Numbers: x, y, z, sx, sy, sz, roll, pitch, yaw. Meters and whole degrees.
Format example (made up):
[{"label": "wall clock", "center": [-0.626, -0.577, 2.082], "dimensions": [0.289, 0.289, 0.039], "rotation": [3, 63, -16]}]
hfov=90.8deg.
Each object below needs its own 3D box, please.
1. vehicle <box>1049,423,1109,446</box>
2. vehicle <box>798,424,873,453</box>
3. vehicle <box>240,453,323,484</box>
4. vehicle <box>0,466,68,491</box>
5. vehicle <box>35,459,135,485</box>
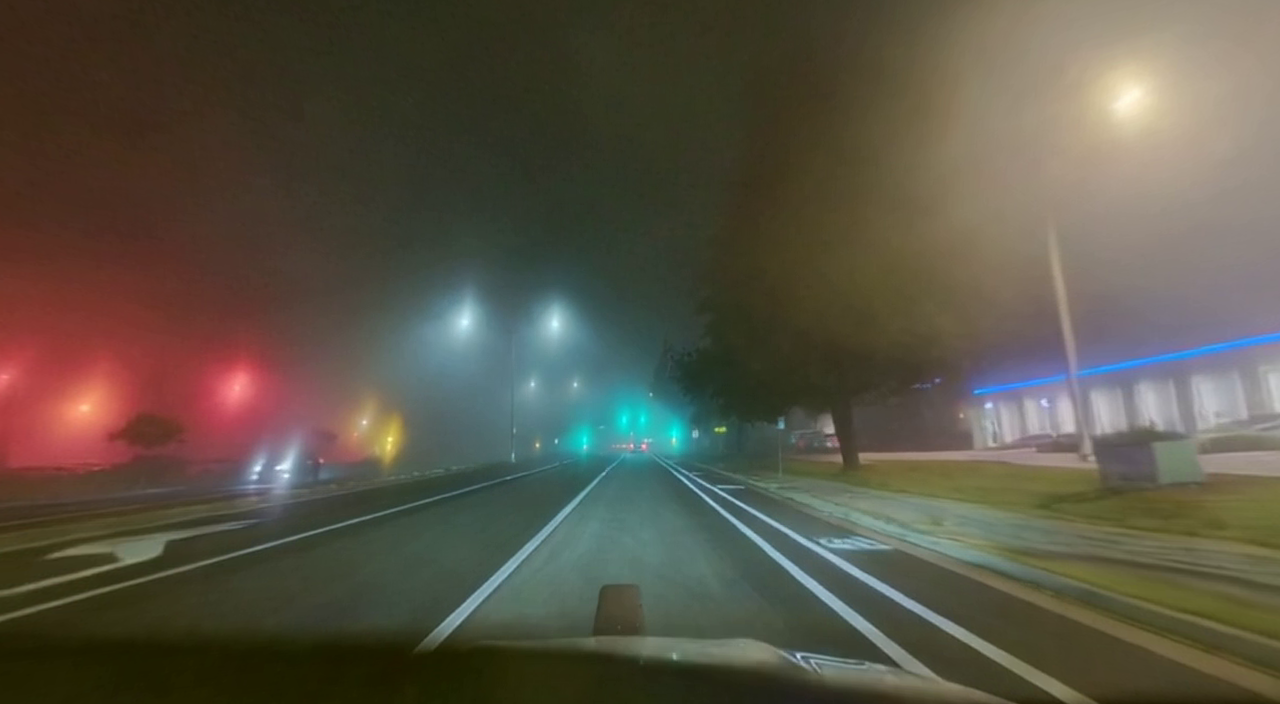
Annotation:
[{"label": "vehicle", "center": [32.956, 6.240, 47.596], "dimensions": [1.780, 1.456, 4.390], "rotation": [-6, -10, 8]}, {"label": "vehicle", "center": [13.637, 6.040, 44.197], "dimensions": [4.514, 1.929, 1.991], "rotation": [0, -8, -4]}, {"label": "vehicle", "center": [-19.118, 6.217, 33.936], "dimensions": [1.825, 1.457, 4.454], "rotation": [0, -8, 0]}, {"label": "vehicle", "center": [-36.483, 7.512, 37.465], "dimensions": [3.395, 1.354, 1.608], "rotation": [0, -8, -4]}, {"label": "vehicle", "center": [-37.090, 8.003, 42.293], "dimensions": [4.772, 1.580, 2.040], "rotation": [0, -8, 2]}]
